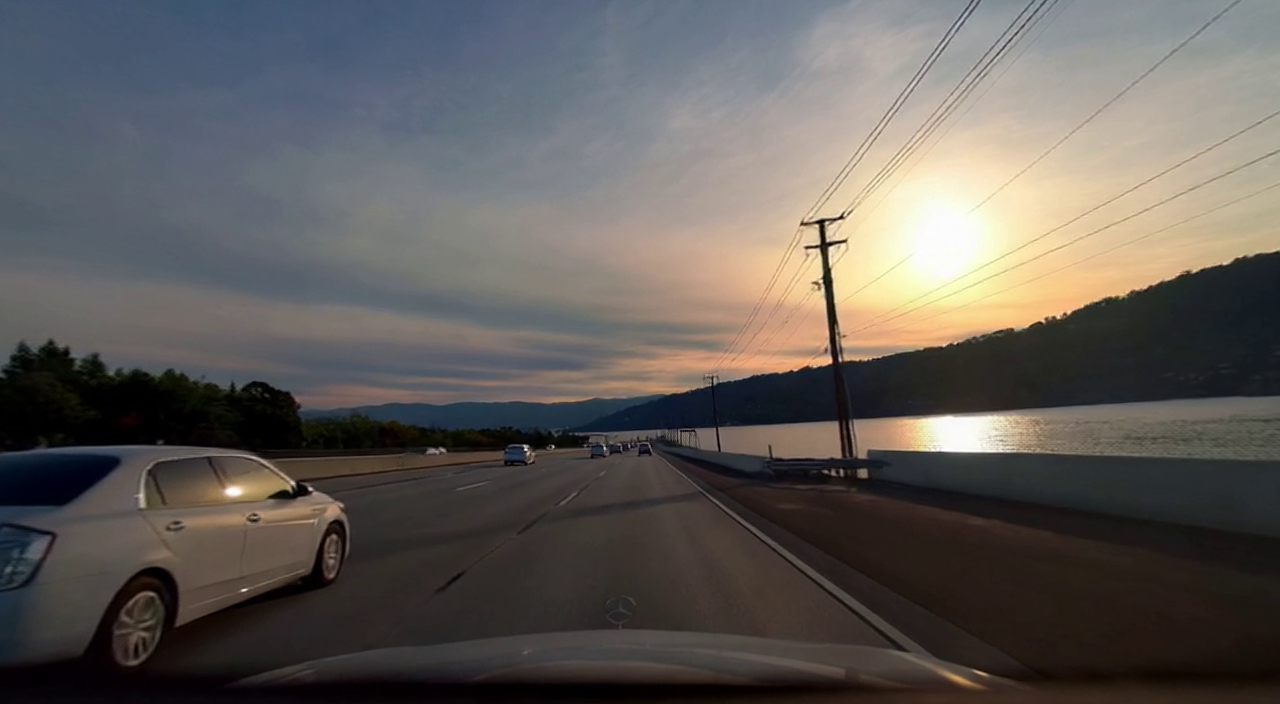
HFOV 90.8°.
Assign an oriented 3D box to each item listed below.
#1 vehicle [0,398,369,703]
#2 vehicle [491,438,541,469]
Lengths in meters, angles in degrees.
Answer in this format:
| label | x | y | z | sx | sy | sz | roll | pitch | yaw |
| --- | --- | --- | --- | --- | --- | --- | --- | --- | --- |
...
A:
| label | x | y | z | sx | sy | sz | roll | pitch | yaw |
| --- | --- | --- | --- | --- | --- | --- | --- | --- | --- |
| vehicle | -3.589 | 1.105 | 3.647 | 2.015 | 1.501 | 4.454 | 0 | -8 | 1 |
| vehicle | -7.383 | 6.094 | 38.125 | 2.050 | 1.717 | 4.418 | 0 | -8 | 1 |
